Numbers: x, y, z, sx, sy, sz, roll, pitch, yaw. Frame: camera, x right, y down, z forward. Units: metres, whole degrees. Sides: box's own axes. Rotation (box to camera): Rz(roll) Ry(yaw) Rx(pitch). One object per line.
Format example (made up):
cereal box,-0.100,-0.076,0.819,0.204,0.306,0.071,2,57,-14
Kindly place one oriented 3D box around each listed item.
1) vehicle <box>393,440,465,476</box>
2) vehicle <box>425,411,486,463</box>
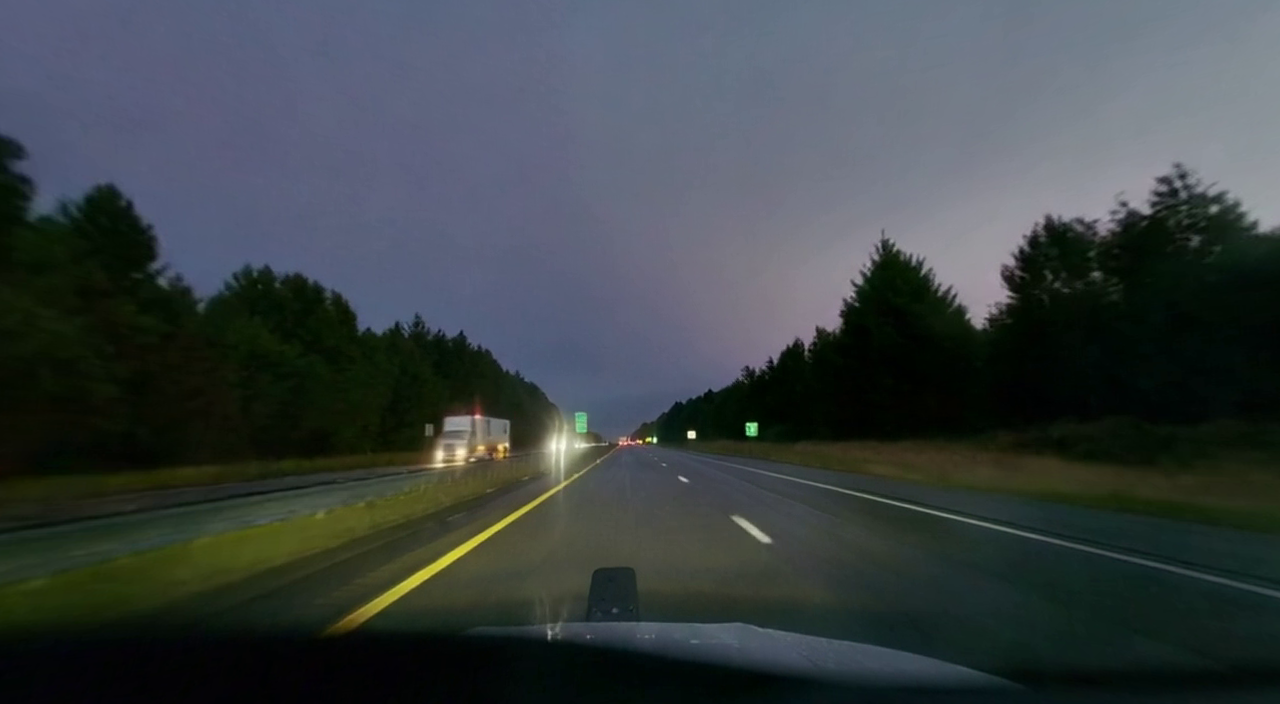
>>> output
vehicle,-9.716,4.903,29.299,2.050,1.530,3.894,0,-8,-1
vehicle,-14.260,6.681,49.241,3.005,3.778,5.807,0,-8,-1
